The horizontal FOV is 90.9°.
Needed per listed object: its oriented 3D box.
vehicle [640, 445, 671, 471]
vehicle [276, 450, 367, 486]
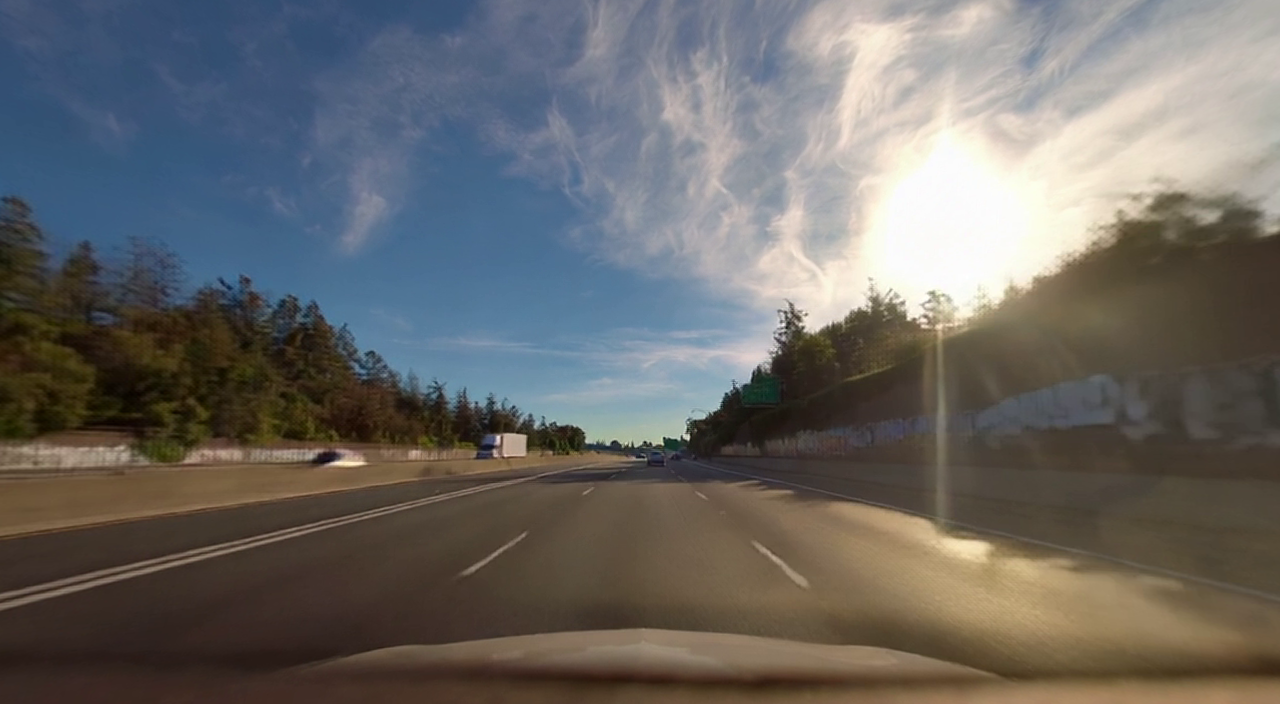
[{"bbox_3d":[1.199,8.334,49.630,2.279,1.934,4.268,0,-9,0],"label":"vehicle"},{"bbox_3d":[-15.670,5.715,31.299,2.025,1.631,4.535,0,-9,1],"label":"vehicle"}]
